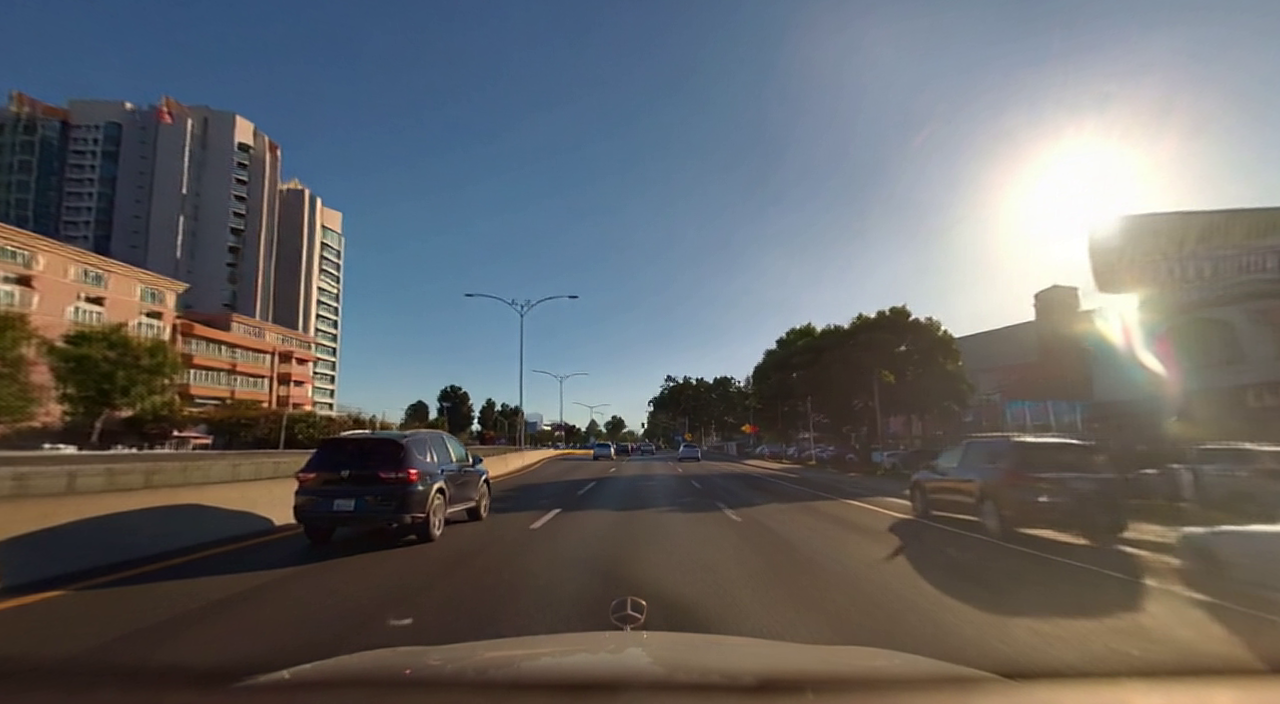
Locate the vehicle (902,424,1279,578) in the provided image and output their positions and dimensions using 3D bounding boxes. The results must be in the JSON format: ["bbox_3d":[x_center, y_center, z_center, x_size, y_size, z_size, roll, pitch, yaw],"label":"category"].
[{"bbox_3d":[6.764,2.197,10.491,2.335,1.790,5.991,0,-8,1],"label":"vehicle"}]

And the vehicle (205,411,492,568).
[{"bbox_3d":[-3.526,1.732,8.641,1.983,1.635,3.957,0,-8,1],"label":"vehicle"}]

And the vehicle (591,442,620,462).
[{"bbox_3d":[-2.655,7.817,49.467,2.005,1.446,4.265,0,-8,1],"label":"vehicle"}]
